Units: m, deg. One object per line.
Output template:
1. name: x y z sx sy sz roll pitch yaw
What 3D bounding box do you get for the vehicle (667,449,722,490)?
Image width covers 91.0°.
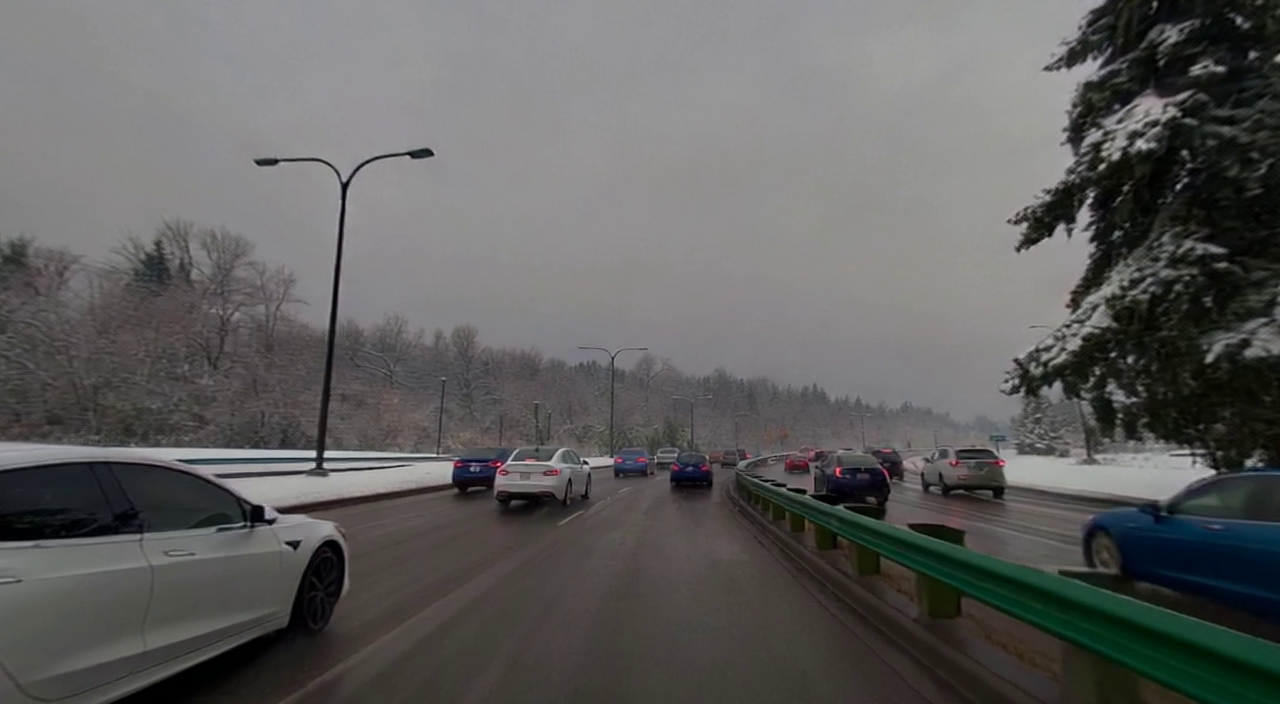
1. vehicle: 2.328 4.737 25.850 2.015 1.506 4.276 -1 -9 8

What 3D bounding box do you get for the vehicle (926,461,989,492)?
1. vehicle: 17.670 6.939 35.270 1.816 1.481 4.422 -1 -9 8

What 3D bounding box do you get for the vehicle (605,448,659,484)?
1. vehicle: -0.316 5.530 30.903 1.930 1.635 4.260 -1 -9 9

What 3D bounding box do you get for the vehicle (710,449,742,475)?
1. vehicle: 6.125 7.707 44.440 1.977 1.704 3.841 -1 -9 11

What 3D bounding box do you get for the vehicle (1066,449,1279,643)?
1. vehicle: 6.018 1.572 5.118 1.869 1.516 4.753 0 -9 1

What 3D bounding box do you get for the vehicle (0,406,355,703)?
1. vehicle: -3.354 1.037 2.904 1.921 1.503 4.317 0 -9 2

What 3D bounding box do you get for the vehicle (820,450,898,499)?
1. vehicle: 8.035 4.480 23.476 1.768 1.634 4.064 0 -9 5

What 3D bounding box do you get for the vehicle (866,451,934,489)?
1. vehicle: 13.319 6.041 32.619 2.121 1.777 4.755 -1 -9 9

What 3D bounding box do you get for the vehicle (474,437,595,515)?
1. vehicle: -2.495 3.076 16.147 1.979 1.663 4.513 0 -9 5
